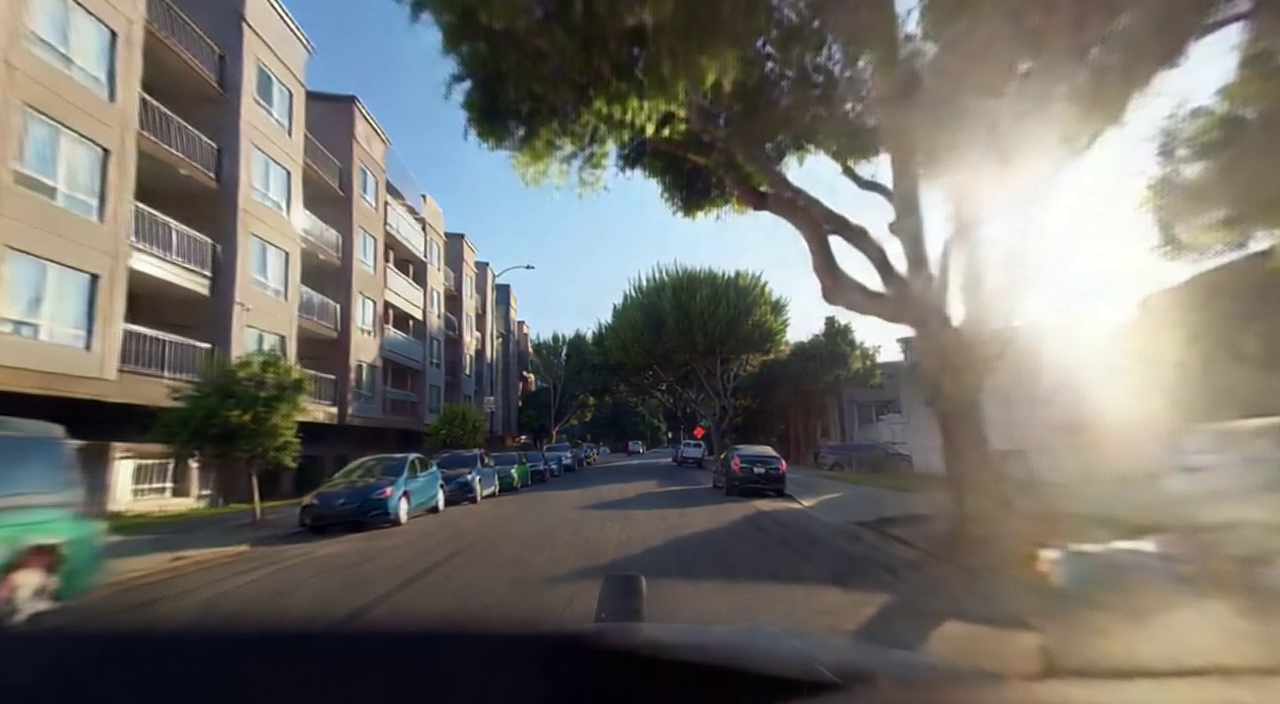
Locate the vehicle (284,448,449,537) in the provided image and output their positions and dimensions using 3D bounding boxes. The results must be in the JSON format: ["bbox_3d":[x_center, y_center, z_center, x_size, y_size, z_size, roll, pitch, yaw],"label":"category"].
[{"bbox_3d":[-5.257,2.699,12.673,1.722,1.491,3.431,0,-8,1],"label":"vehicle"}]

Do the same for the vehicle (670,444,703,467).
[{"bbox_3d":[3.504,7.848,48.266,1.951,1.654,4.146,0,-8,-3],"label":"vehicle"}]

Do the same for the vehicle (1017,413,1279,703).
[{"bbox_3d":[3.119,0.895,1.629,1.903,1.512,3.900,0,-8,1],"label":"vehicle"}]

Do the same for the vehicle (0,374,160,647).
[{"bbox_3d":[-5.296,1.070,3.389,1.947,1.833,4.606,-1,-2,0],"label":"vehicle"}]

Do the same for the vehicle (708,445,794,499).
[{"bbox_3d":[3.312,3.639,19.624,1.835,1.490,4.134,0,-8,-1],"label":"vehicle"}]

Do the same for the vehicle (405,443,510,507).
[{"bbox_3d":[-4.970,3.378,17.834,1.782,1.585,3.962,0,-8,0],"label":"vehicle"}]
